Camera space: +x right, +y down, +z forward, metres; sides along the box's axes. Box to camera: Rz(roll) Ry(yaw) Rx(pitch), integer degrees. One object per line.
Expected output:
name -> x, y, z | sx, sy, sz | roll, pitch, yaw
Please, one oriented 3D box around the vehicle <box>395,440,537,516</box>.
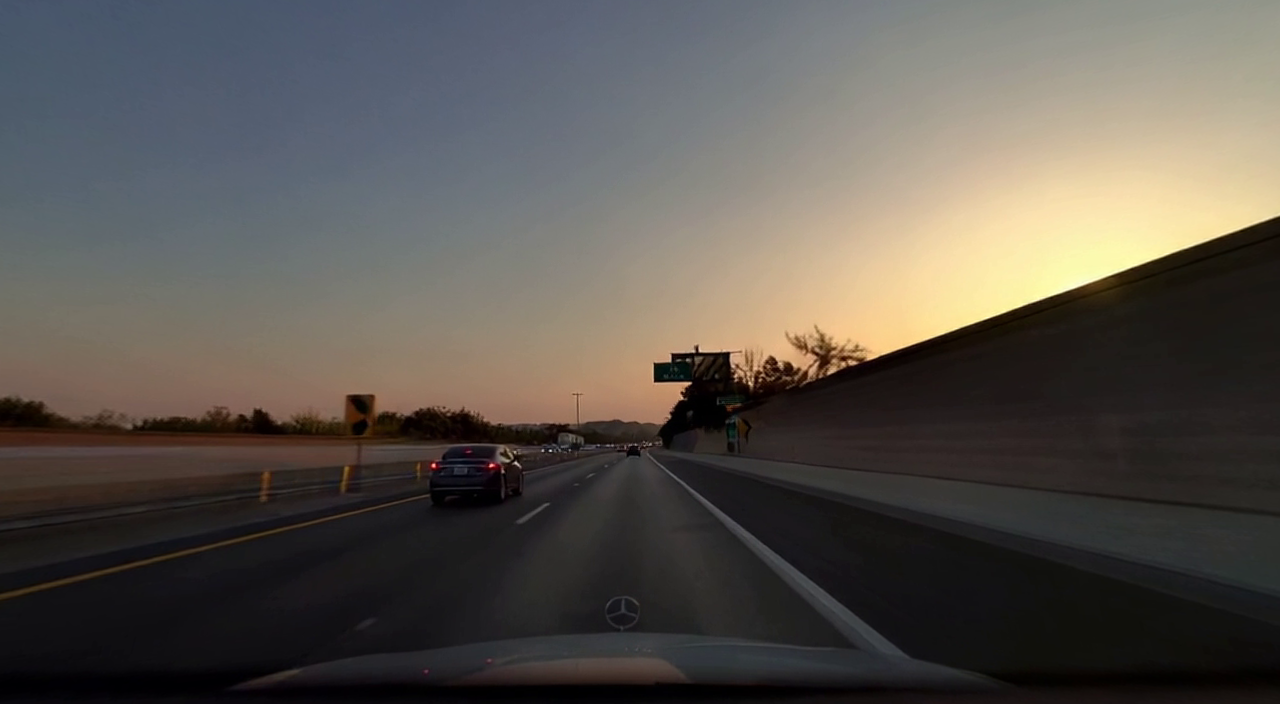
vehicle -> -4.029, 3.010, 15.556 | 2.118, 1.562, 4.541 | 0, -9, 1
